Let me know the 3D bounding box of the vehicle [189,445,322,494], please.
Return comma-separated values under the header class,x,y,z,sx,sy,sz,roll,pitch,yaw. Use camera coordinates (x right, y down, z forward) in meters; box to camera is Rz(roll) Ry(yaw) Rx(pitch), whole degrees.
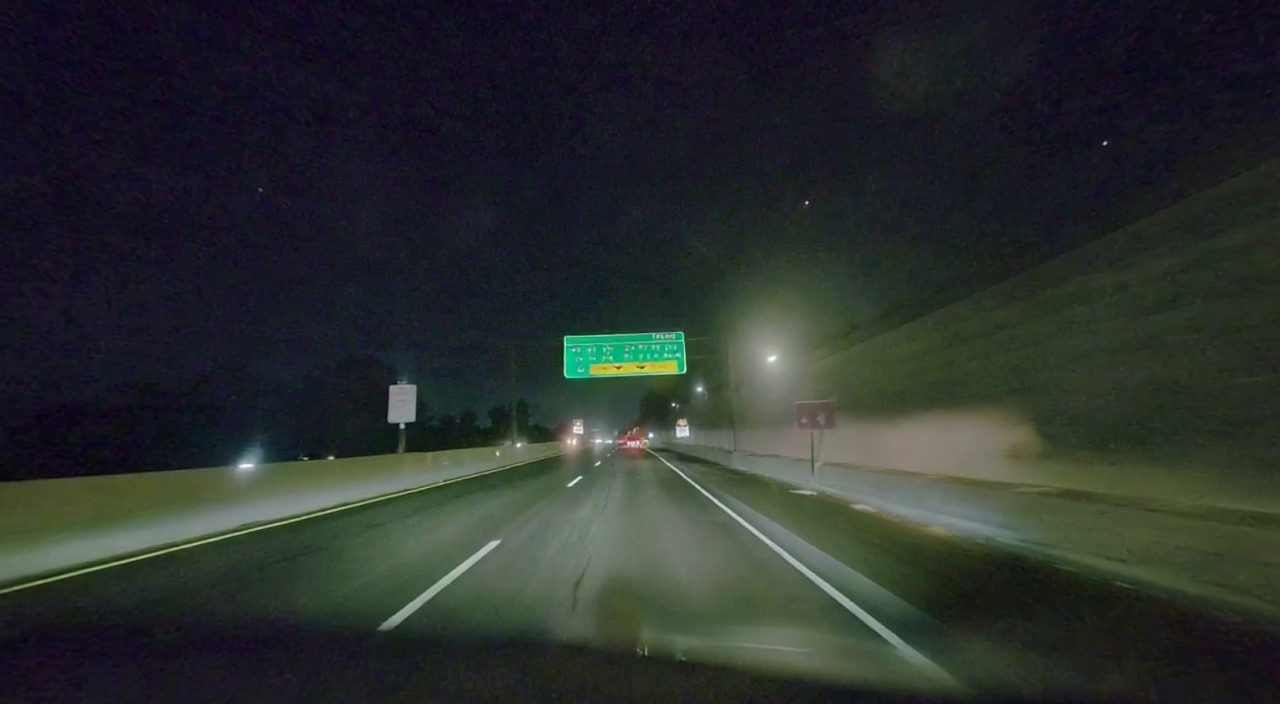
class,x,y,z,sx,sy,sz,roll,pitch,yaw
vehicle,-13.570,4.141,22.600,1.914,1.500,4.621,0,-8,0
